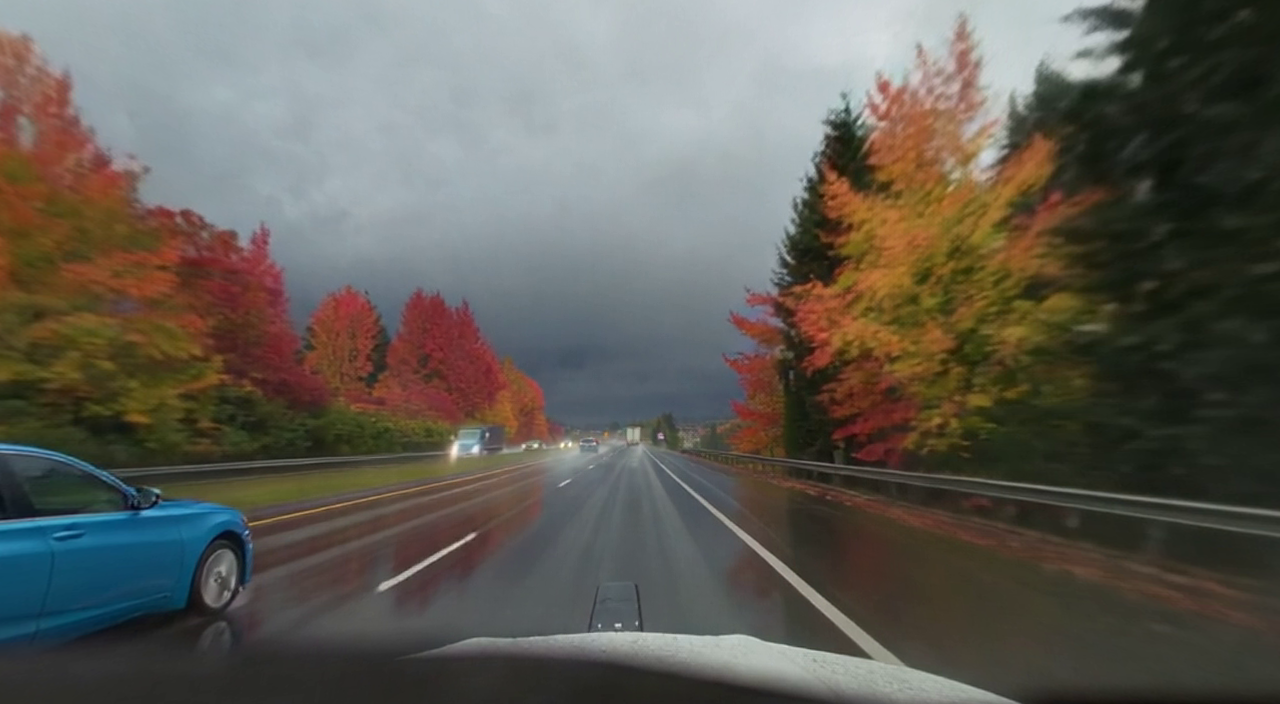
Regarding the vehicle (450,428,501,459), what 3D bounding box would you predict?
[{"bbox_3d":[-12.174,6.855,47.053,2.283,2.179,5.710,0,-8,0],"label":"vehicle"}]
